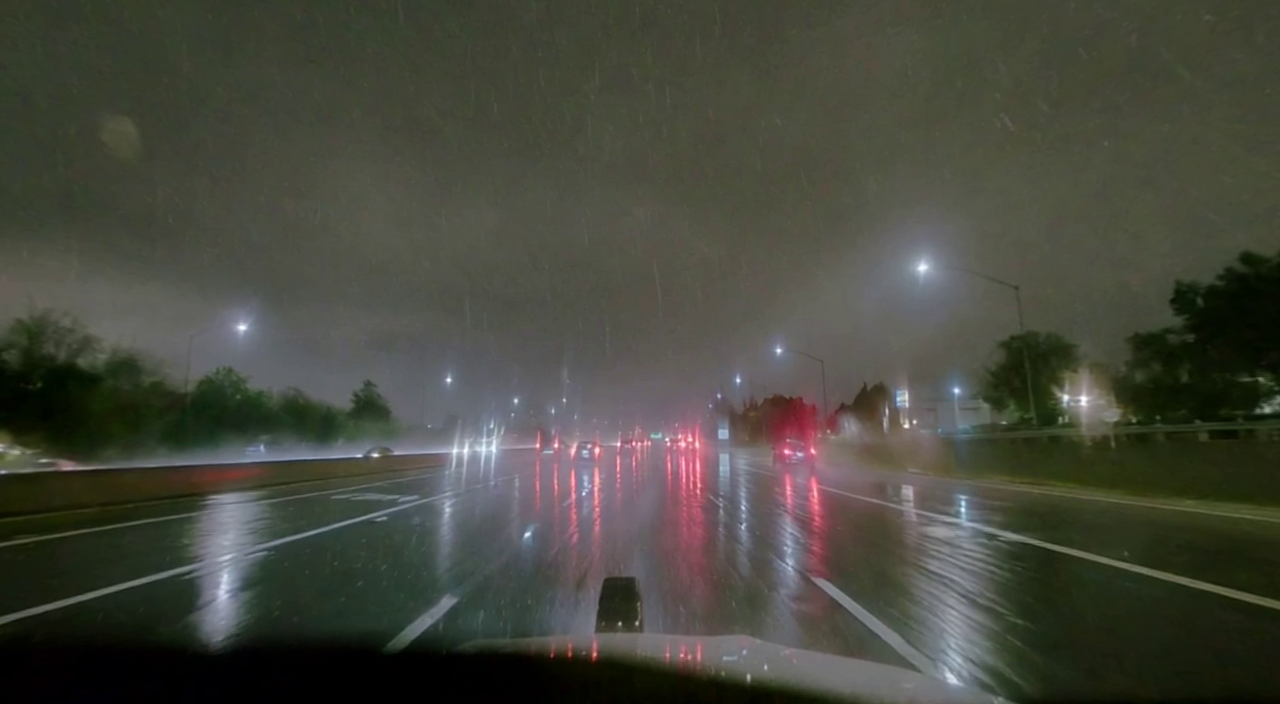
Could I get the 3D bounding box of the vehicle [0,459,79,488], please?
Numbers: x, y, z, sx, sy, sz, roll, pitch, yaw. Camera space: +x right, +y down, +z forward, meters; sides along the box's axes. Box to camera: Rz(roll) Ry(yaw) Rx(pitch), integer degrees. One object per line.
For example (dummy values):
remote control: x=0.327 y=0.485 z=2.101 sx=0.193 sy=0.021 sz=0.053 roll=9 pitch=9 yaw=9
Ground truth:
vehicle: x=-34.949 y=6.862 z=35.984 sx=1.767 sy=1.446 sz=4.519 roll=0 pitch=-9 yaw=0

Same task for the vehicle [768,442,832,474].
vehicle: x=7.745 y=5.157 z=31.047 sx=1.900 sy=1.432 sz=4.519 roll=0 pitch=-9 yaw=-1

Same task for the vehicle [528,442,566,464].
vehicle: x=-6.559 y=7.208 z=45.098 sx=2.009 sy=1.462 sz=4.458 roll=0 pitch=-9 yaw=0

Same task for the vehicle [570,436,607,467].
vehicle: x=-3.147 y=6.229 z=39.553 sx=1.893 sy=1.827 sz=4.513 roll=0 pitch=-9 yaw=0
